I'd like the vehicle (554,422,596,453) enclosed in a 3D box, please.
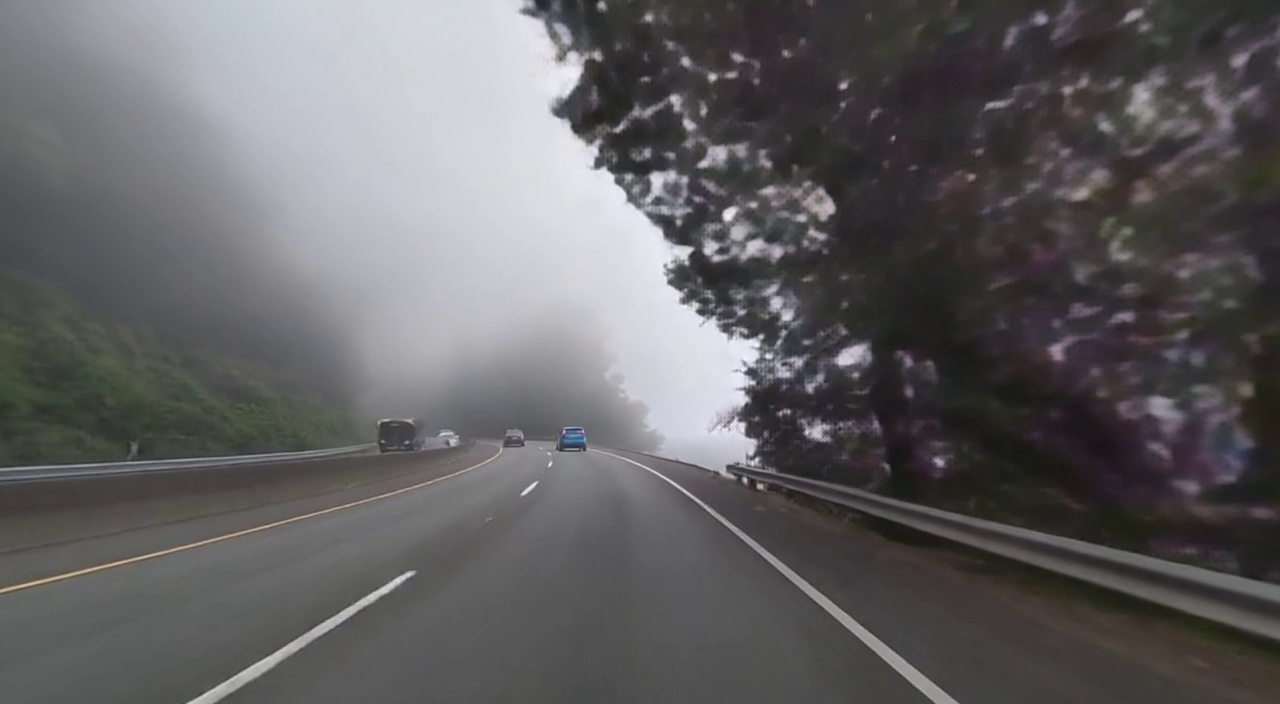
[{"bbox_3d":[-4.975,6.500,47.678,2.632,2.162,5.529,2,-9,-11],"label":"vehicle"}]
